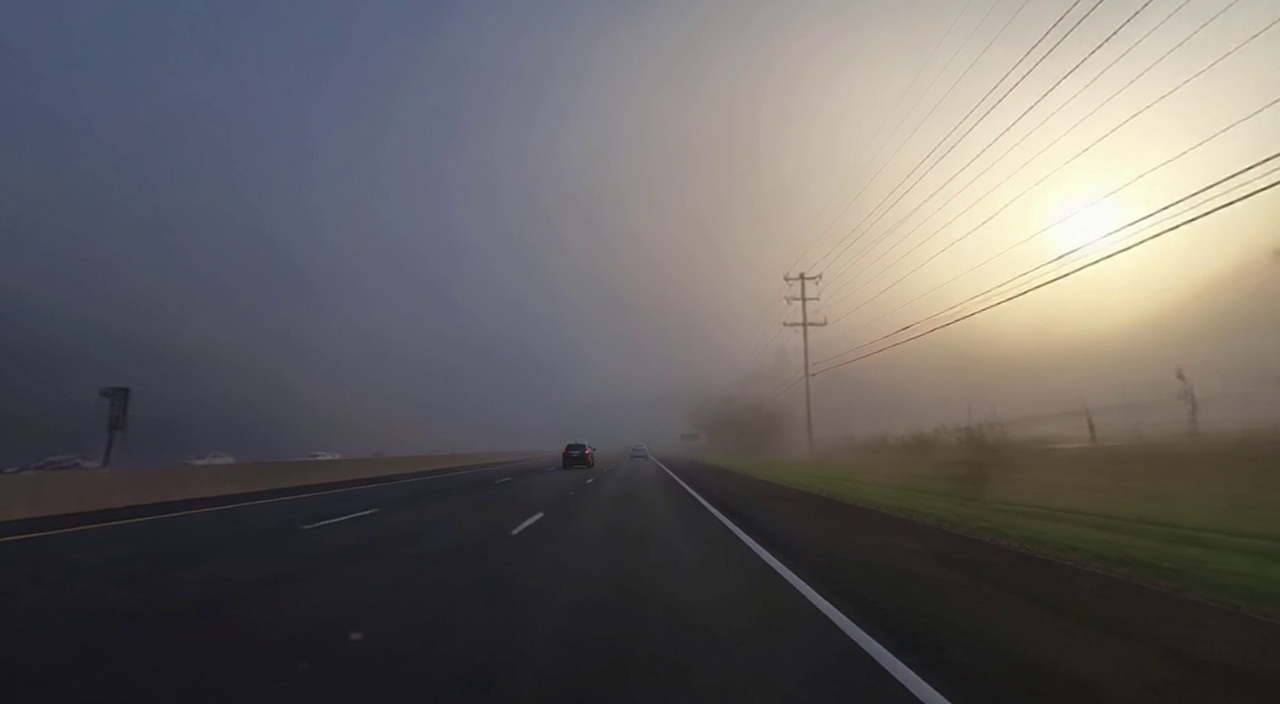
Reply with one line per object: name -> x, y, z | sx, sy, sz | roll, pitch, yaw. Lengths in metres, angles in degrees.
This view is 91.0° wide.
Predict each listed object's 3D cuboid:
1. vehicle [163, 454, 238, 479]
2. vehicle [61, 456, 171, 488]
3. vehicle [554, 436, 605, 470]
vehicle -> -32.428, 8.438, 46.652 | 1.922, 1.654, 4.885 | 0, -9, 1
vehicle -> -28.501, 6.514, 34.494 | 1.888, 1.503, 4.752 | 0, -9, 1
vehicle -> -3.647, 6.237, 39.166 | 2.577, 1.939, 5.408 | 0, -9, 1
